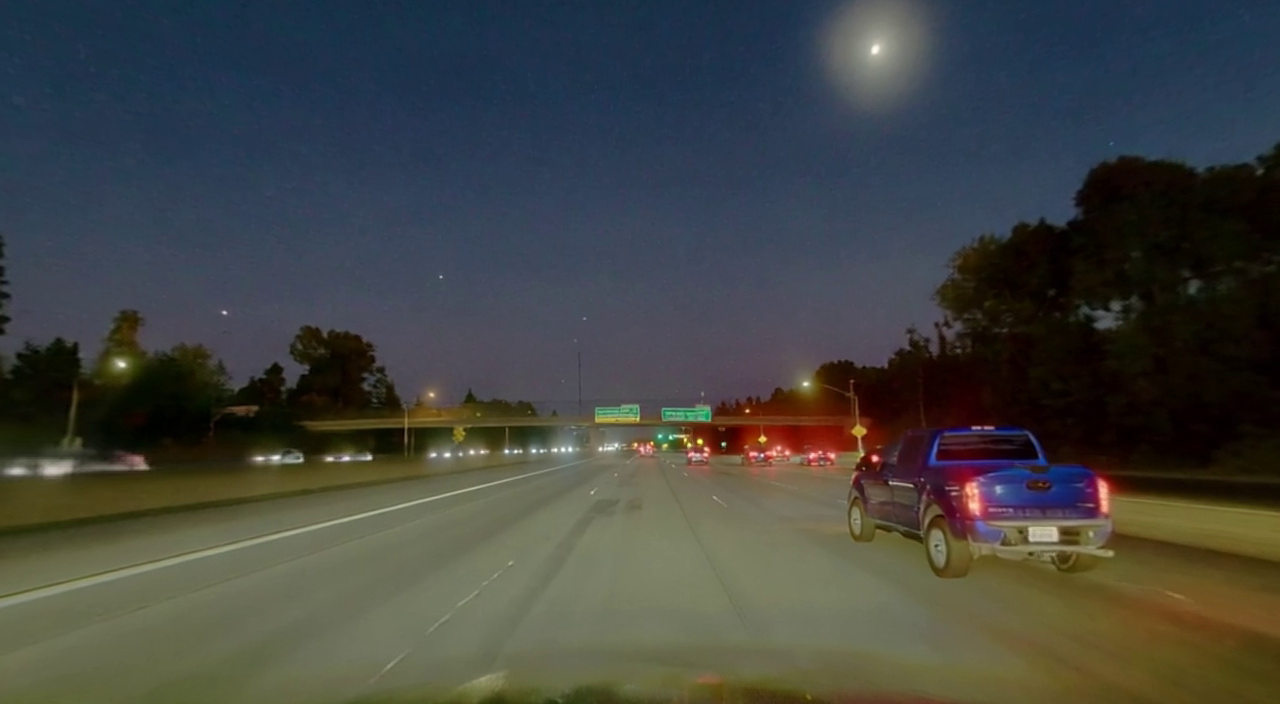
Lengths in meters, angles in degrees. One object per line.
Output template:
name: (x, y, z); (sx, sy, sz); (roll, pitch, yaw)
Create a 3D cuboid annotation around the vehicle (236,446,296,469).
vehicle: (-29.209, 8.224, 49.425); (1.897, 1.665, 4.562); (0, -8, 0)

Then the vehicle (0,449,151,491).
vehicle: (-21.954, 4.546, 24.763); (1.876, 1.456, 4.456); (0, -8, 0)

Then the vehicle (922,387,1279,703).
vehicle: (3.396, 0.962, 2.739); (2.119, 1.524, 4.807); (0, -8, 0)

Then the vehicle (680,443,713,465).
vehicle: (4.274, 7.755, 48.103); (2.014, 1.643, 4.039); (0, -8, -1)
